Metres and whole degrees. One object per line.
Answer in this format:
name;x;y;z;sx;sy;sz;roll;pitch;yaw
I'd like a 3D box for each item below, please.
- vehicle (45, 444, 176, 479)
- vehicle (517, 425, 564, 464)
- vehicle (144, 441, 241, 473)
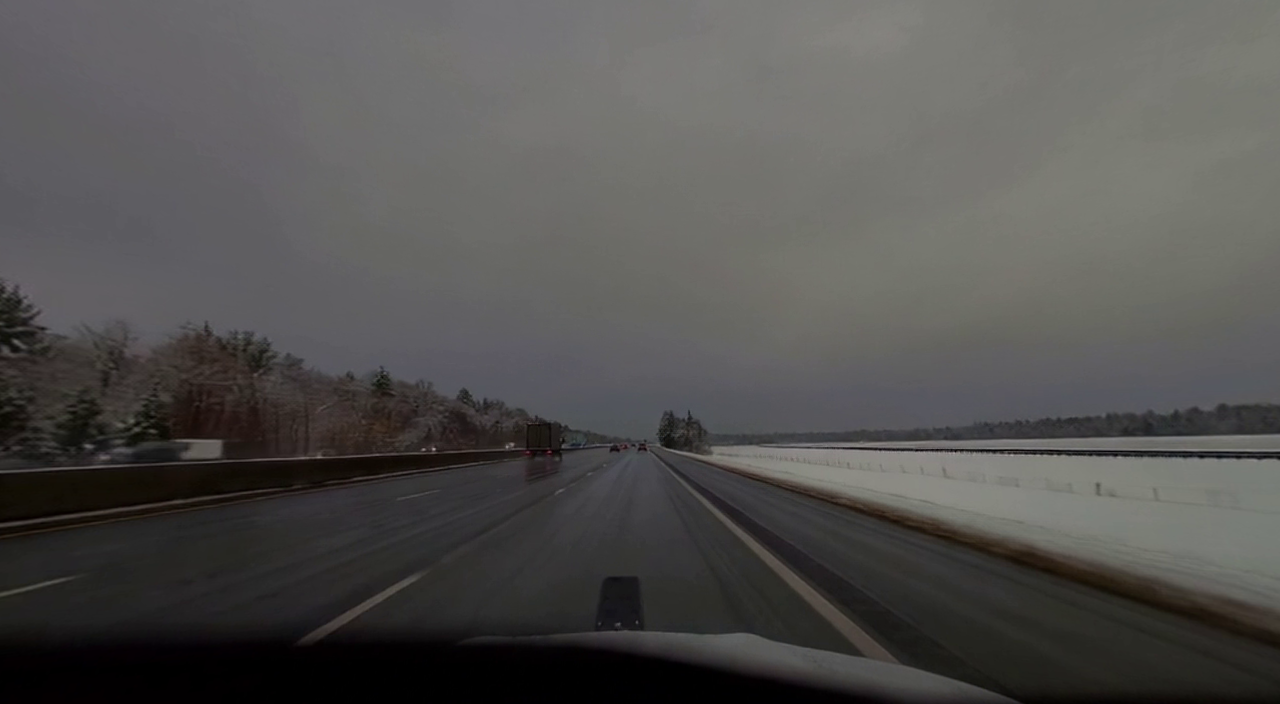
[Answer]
vehicle;-33.652;6.963;40.450;2.630;2.038;6.581;0;-9;1
vehicle;-7.398;6.966;47.396;2.444;2.685;5.893;0;-9;1
vehicle;-33.657;7.910;47.716;2.493;2.210;6.521;0;-9;1
